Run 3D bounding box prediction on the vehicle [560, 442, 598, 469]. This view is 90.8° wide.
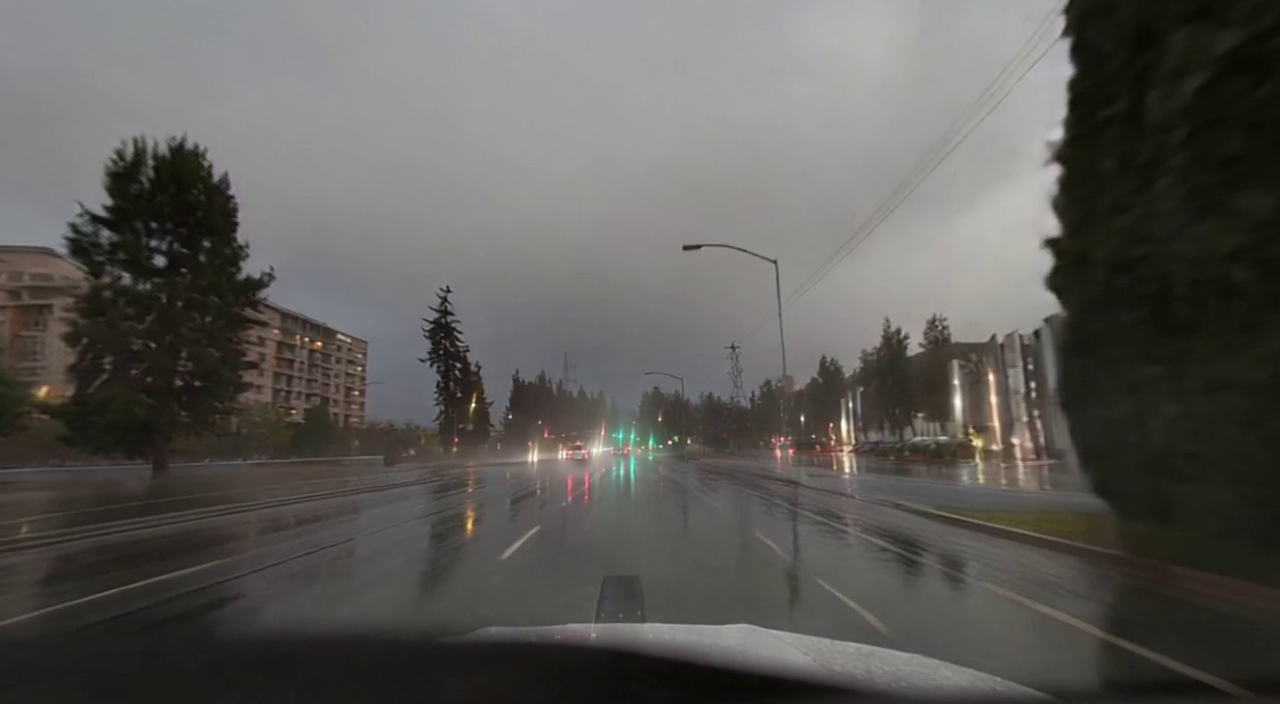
[{"bbox_3d":[-3.953,6.790,41.441,2.121,1.654,3.993,0,-9,-1],"label":"vehicle"}]
